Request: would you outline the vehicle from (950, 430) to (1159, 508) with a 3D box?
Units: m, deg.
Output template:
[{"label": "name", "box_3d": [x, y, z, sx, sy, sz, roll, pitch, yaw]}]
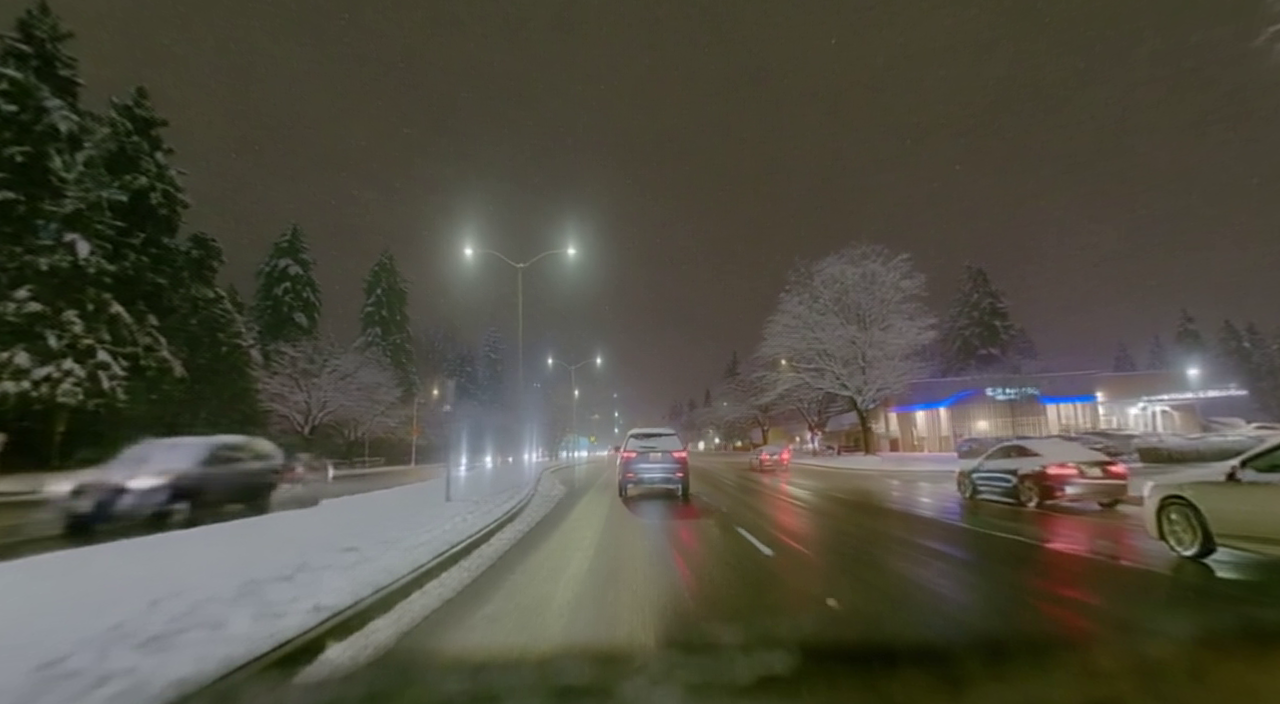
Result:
[{"label": "vehicle", "box_3d": [9.296, 2.644, 14.745, 1.894, 1.517, 4.419, 0, -8, 1]}]

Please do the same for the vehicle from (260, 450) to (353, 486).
[{"label": "vehicle", "box_3d": [-16.162, 5.621, 30.974, 1.952, 1.569, 4.886, 0, -8, -1]}]

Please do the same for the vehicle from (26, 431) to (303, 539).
[{"label": "vehicle", "box_3d": [-9.124, 2.547, 12.819, 2.104, 1.778, 4.520, 0, -8, -1]}]

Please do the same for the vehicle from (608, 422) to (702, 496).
[{"label": "vehicle", "box_3d": [0.261, 3.108, 18.677, 2.300, 1.870, 4.936, 1, -8, -4]}]

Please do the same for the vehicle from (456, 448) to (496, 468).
[{"label": "vehicle", "box_3d": [-12.677, 8.184, 49.021, 1.866, 1.491, 4.495, 0, -8, 0]}]

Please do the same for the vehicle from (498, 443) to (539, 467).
[{"label": "vehicle", "box_3d": [-8.903, 7.578, 46.589, 2.120, 1.628, 4.331, 0, -8, 0]}]

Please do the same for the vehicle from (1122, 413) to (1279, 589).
[{"label": "vehicle", "box_3d": [6.476, 1.203, 4.910, 1.994, 1.488, 4.313, 0, -8, -1]}]
